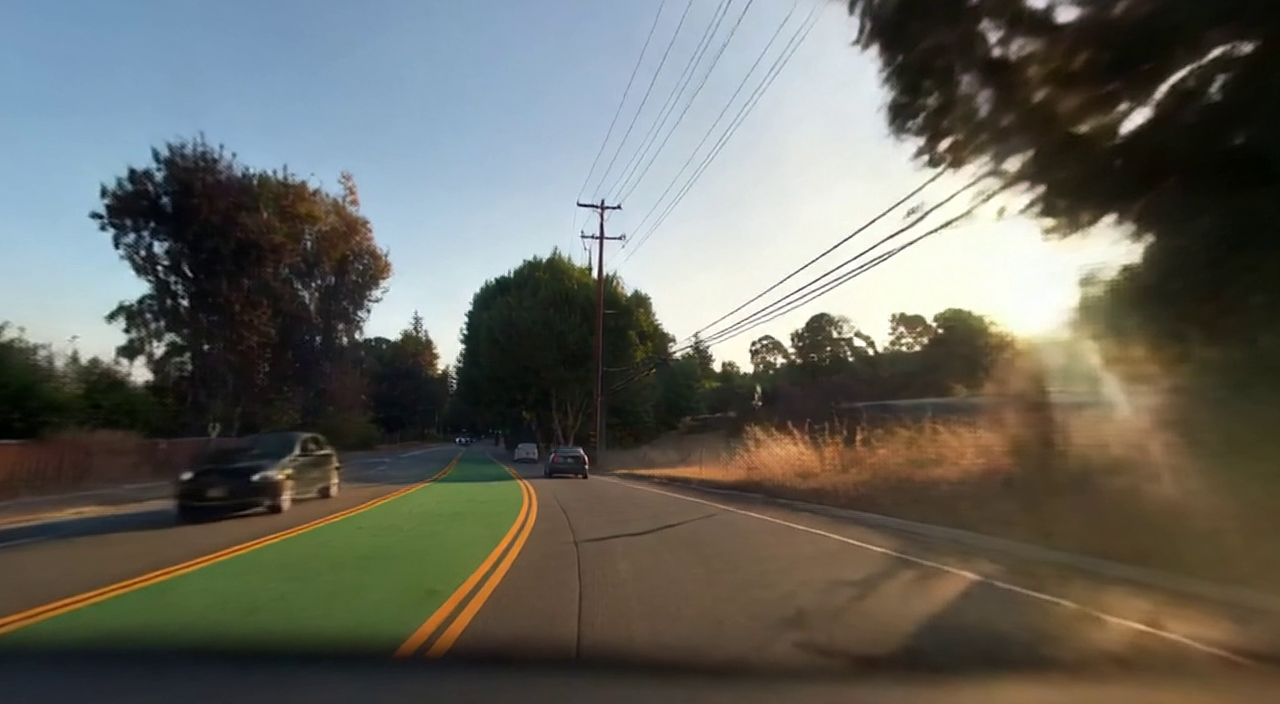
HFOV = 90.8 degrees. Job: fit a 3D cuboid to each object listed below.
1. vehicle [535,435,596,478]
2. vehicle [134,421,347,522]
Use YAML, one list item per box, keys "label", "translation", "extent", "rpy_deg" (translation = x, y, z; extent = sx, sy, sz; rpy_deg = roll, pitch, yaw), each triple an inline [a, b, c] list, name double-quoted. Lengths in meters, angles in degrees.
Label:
- label: "vehicle"
  translation: [-3.523, 4.767, 29.026]
  extent: [2.140, 1.767, 4.720]
  rpy_deg: [2, -9, -14]
- label: "vehicle"
  translation: [-7.883, 2.296, 13.087]
  extent: [1.967, 1.688, 4.286]
  rpy_deg: [0, -6, -6]
